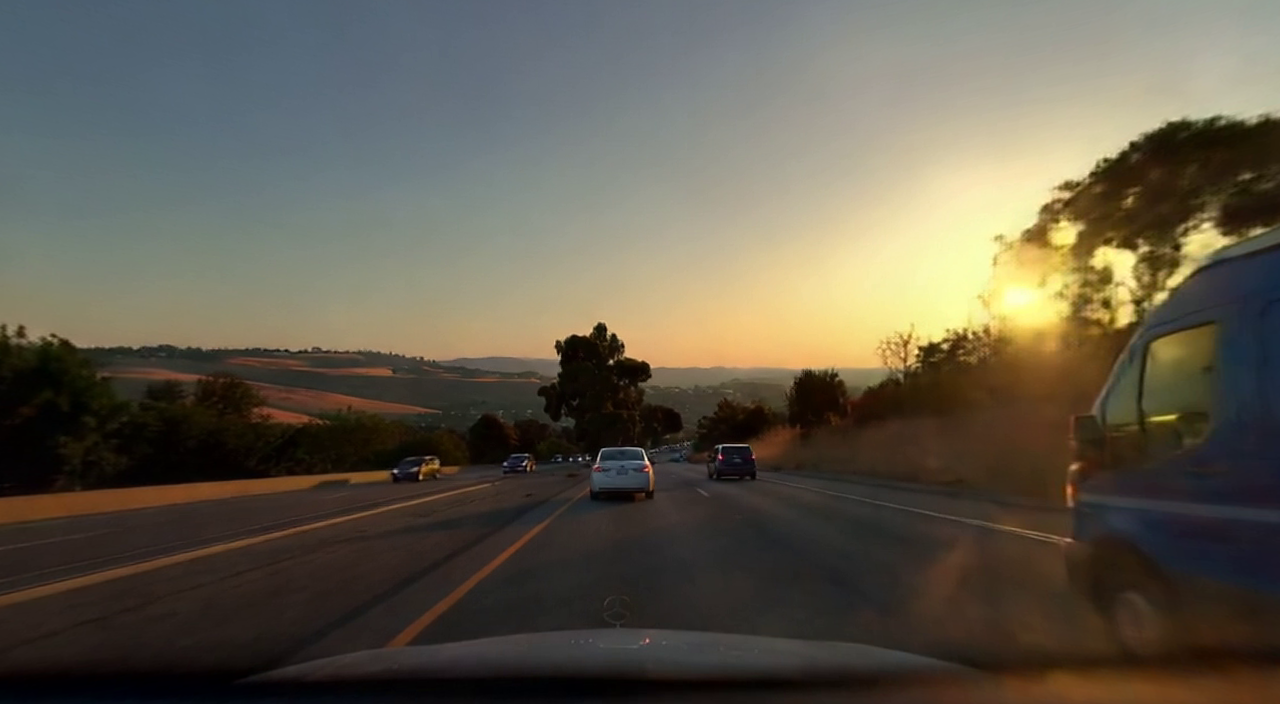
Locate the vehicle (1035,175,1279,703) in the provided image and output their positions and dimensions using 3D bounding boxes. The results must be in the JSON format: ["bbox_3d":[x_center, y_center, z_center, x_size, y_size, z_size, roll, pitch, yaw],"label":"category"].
[{"bbox_3d":[3.916,0.247,1.192,2.399,2.421,5.829,0,-9,-1],"label":"vehicle"}]

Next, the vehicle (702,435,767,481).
[{"bbox_3d":[4.363,4.984,29.716,2.261,1.952,4.784,0,-9,-1],"label":"vehicle"}]

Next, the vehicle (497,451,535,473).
[{"bbox_3d":[-9.063,8.077,46.124,1.894,1.505,4.103,0,-9,0],"label":"vehicle"}]

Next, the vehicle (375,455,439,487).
[{"bbox_3d":[-12.428,6.330,33.689,1.823,1.539,4.087,0,-9,0],"label":"vehicle"}]

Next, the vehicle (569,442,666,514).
[{"bbox_3d":[-0.478,2.955,15.107,2.029,1.483,3.769,0,-9,0],"label":"vehicle"}]
